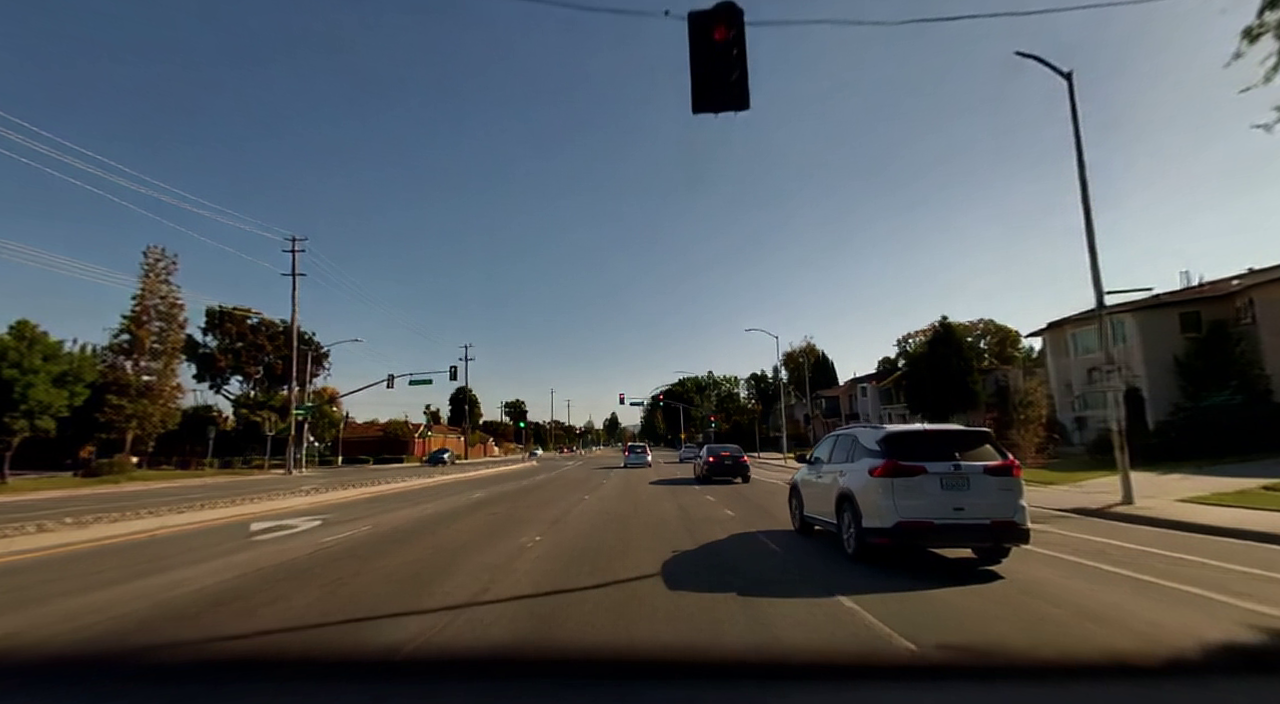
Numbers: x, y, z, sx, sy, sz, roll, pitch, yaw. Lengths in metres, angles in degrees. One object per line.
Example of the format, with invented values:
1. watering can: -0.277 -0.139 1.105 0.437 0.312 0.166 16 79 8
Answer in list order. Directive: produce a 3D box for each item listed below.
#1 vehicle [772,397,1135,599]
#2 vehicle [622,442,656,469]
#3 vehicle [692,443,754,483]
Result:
1. vehicle: 3.253 1.631 7.916 2.129 1.761 4.610 0 -9 0
2. vehicle: -0.096 6.810 41.563 2.146 1.685 4.003 0 -9 -1
3. vehicle: 3.186 4.361 25.021 1.889 1.451 4.180 0 -9 0
